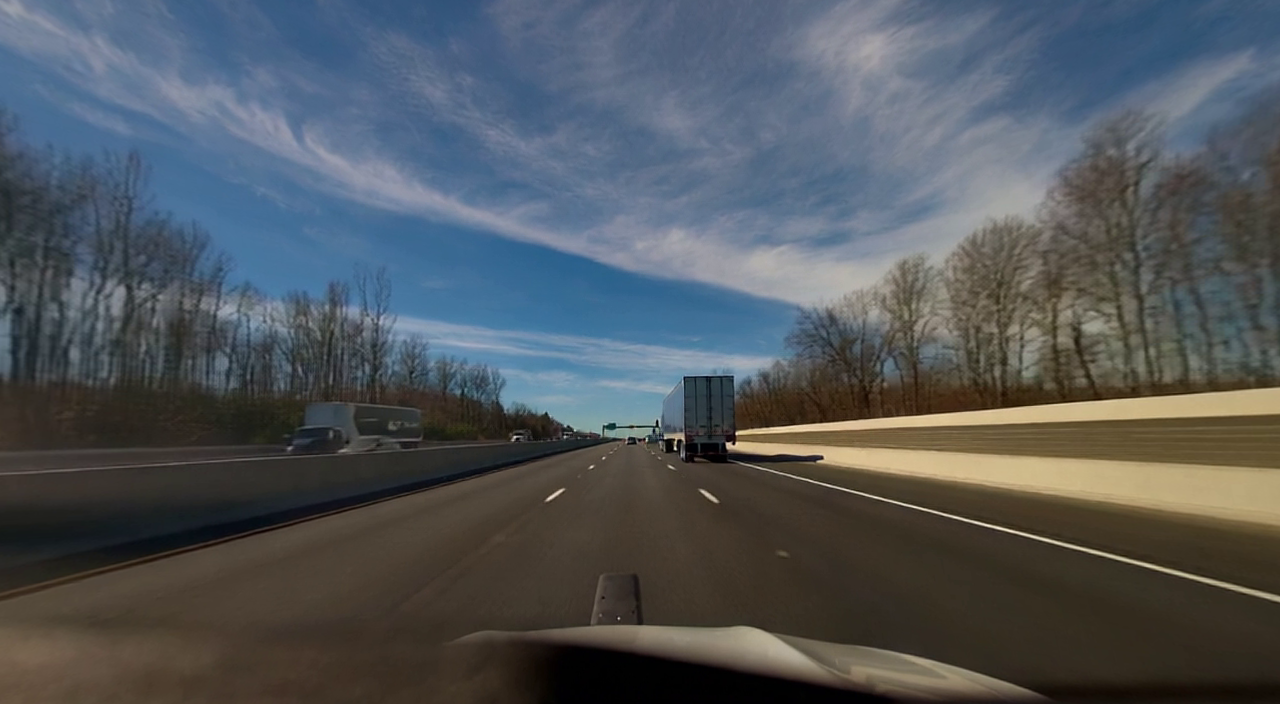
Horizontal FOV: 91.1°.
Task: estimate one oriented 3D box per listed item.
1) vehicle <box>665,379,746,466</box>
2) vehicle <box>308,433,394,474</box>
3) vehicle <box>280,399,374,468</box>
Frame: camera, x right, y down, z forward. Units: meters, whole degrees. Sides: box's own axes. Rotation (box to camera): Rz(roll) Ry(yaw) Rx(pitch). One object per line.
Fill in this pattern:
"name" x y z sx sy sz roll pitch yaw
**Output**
"vehicle" 3.428 4.352 37.841 2.979 4.161 15.508 1 -7 -1
"vehicle" -12.140 4.270 26.726 1.825 1.547 3.994 -1 -8 -1
"vehicle" -20.264 5.331 41.129 2.877 4.178 5.690 0 -7 3
